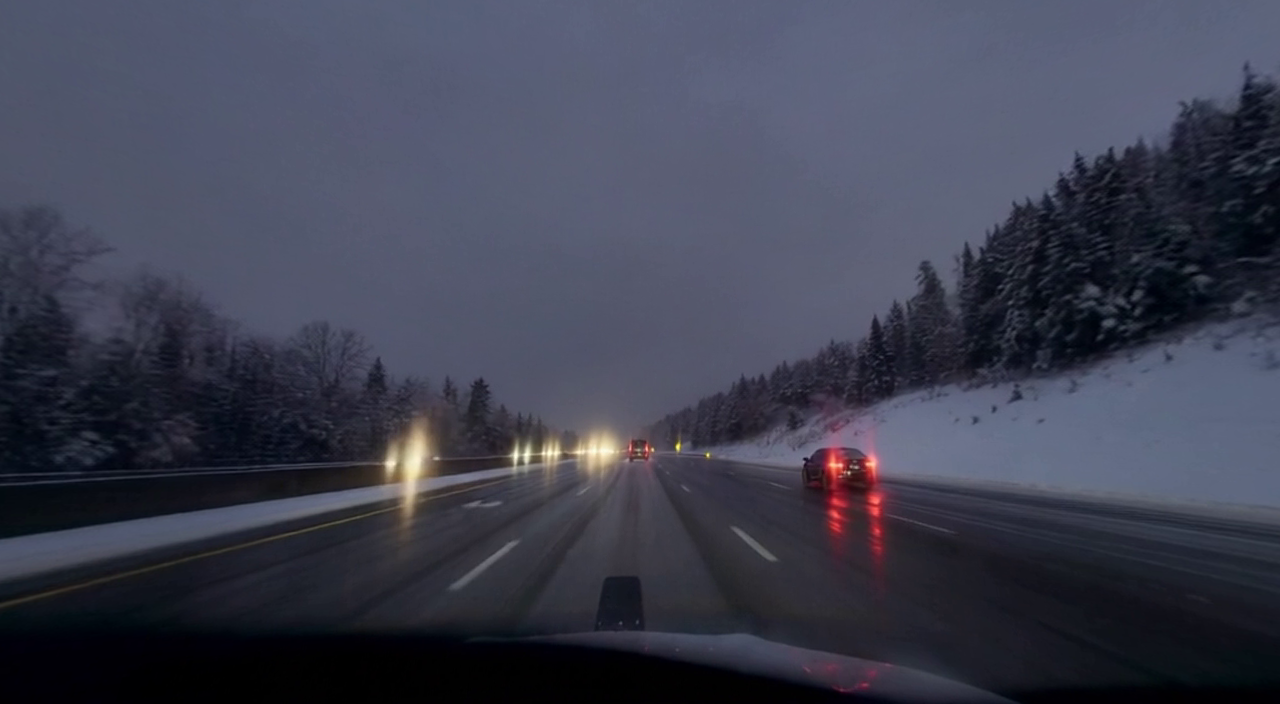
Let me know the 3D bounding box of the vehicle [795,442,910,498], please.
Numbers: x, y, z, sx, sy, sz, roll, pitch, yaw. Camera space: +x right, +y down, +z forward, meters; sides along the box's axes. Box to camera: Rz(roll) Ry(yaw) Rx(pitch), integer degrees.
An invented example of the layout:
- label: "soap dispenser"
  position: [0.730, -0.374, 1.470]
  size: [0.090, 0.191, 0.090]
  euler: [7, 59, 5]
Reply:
- label: "vehicle"
  position: [6.301, 3.551, 19.263]
  size: [1.976, 1.495, 4.217]
  euler: [0, -9, -1]

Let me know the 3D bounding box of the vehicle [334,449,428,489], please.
- label: "vehicle"
  position: [-11.105, 5.031, 27.450]
  size: [2.011, 1.583, 4.876]
  euler: [0, -9, 0]
